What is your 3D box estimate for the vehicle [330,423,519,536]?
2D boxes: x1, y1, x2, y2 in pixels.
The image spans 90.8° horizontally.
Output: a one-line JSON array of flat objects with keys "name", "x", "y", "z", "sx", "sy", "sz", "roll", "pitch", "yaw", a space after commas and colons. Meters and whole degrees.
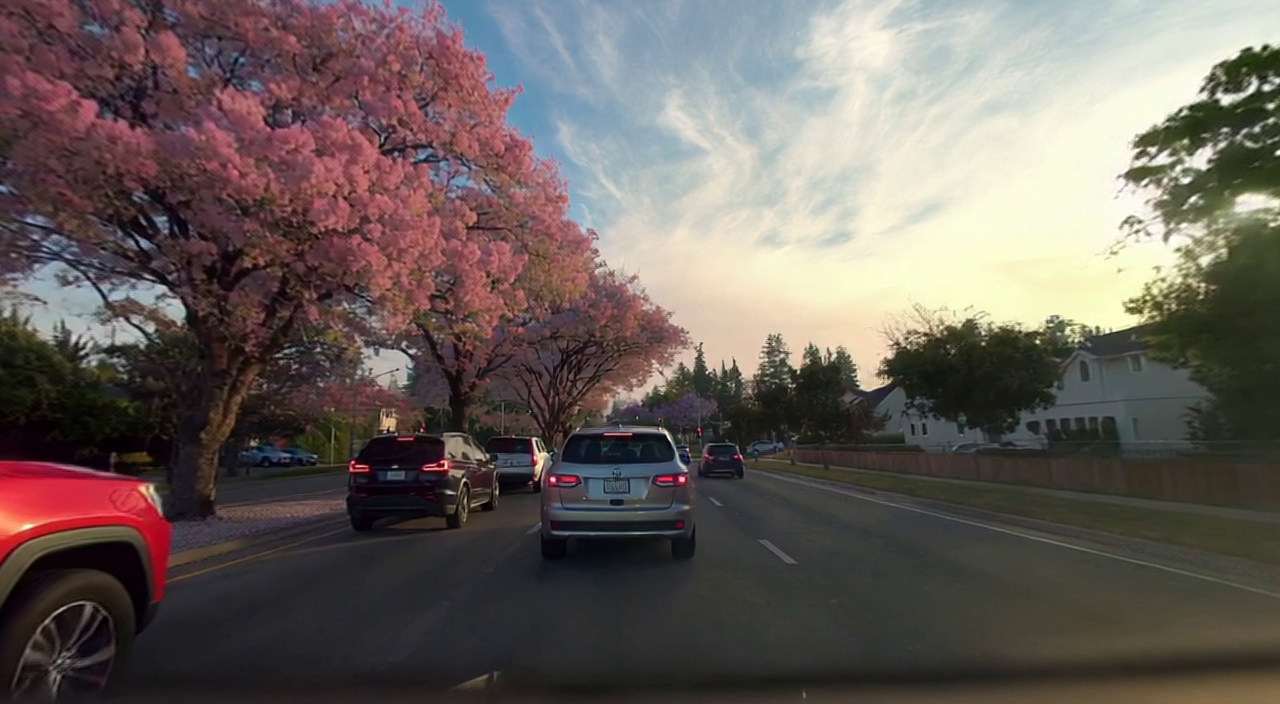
[{"name": "vehicle", "x": -3.658, "y": 2.237, "z": 11.680, "sx": 1.948, "sy": 1.668, "sz": 4.279, "roll": 0, "pitch": -8, "yaw": 0}]

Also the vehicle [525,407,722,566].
[{"name": "vehicle", "x": -0.194, "y": 1.750, "z": 8.898, "sx": 2.112, "sy": 1.693, "sz": 4.058, "roll": 0, "pitch": -8, "yaw": 0}]

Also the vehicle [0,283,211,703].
[{"name": "vehicle", "x": -3.522, "y": 0.519, "z": 0.977, "sx": 2.304, "sy": 1.928, "sz": 4.833, "roll": 0, "pitch": -8, "yaw": 0}]

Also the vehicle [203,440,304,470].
[{"name": "vehicle", "x": -28.500, "y": 7.602, "z": 46.859, "sx": 5.856, "sy": 2.096, "sz": 2.481, "roll": 3, "pitch": -9, "yaw": -18}]
